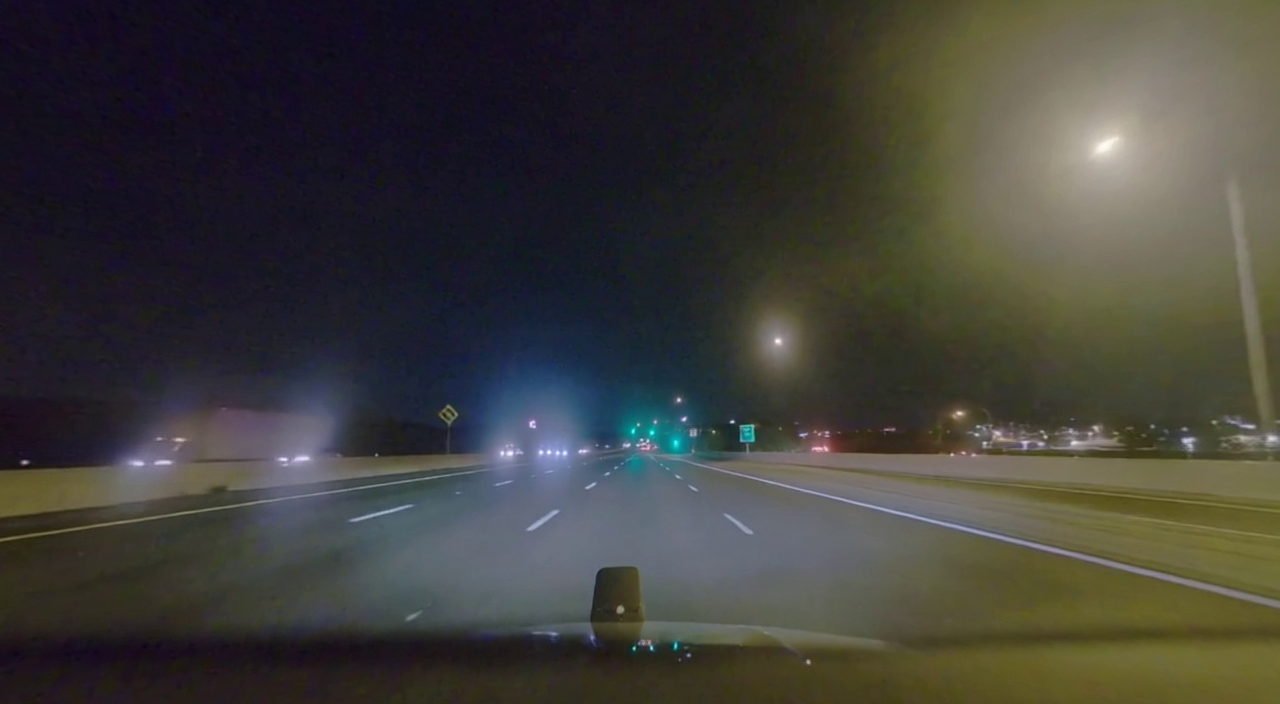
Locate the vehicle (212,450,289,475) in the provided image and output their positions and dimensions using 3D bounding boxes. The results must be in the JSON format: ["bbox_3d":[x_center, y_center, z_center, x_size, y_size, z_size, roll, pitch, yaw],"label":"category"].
[{"bbox_3d":[-24.725,7.002,40.288,1.881,1.490,4.586,0,-8,1],"label":"vehicle"}]

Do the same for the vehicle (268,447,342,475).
[{"bbox_3d":[-20.649,6.716,39.151,1.904,1.534,4.668,0,-8,2],"label":"vehicle"}]

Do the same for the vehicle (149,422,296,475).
[{"bbox_3d":[-28.470,6.721,43.957,2.894,3.206,10.289,0,-9,2],"label":"vehicle"}]
